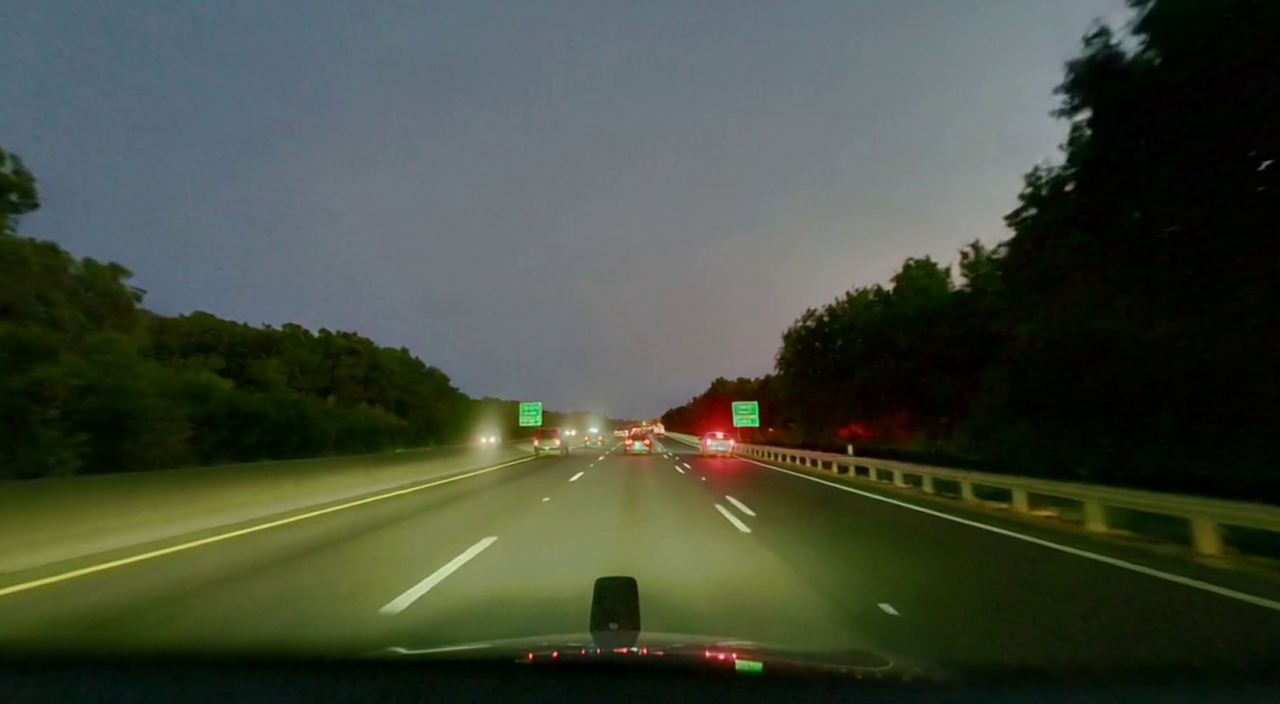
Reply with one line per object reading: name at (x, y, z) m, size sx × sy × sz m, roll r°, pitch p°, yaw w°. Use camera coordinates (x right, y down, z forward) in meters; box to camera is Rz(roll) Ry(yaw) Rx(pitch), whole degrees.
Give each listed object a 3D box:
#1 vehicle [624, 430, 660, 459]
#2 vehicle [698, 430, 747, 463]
vehicle at (0.089, 5.081, 34.778) m, size 1.869 × 1.466 × 3.356 m, roll 0°, pitch -7°, yaw -1°
vehicle at (4.005, 4.621, 31.144) m, size 1.841 × 1.491 × 3.869 m, roll 0°, pitch -7°, yaw -1°
